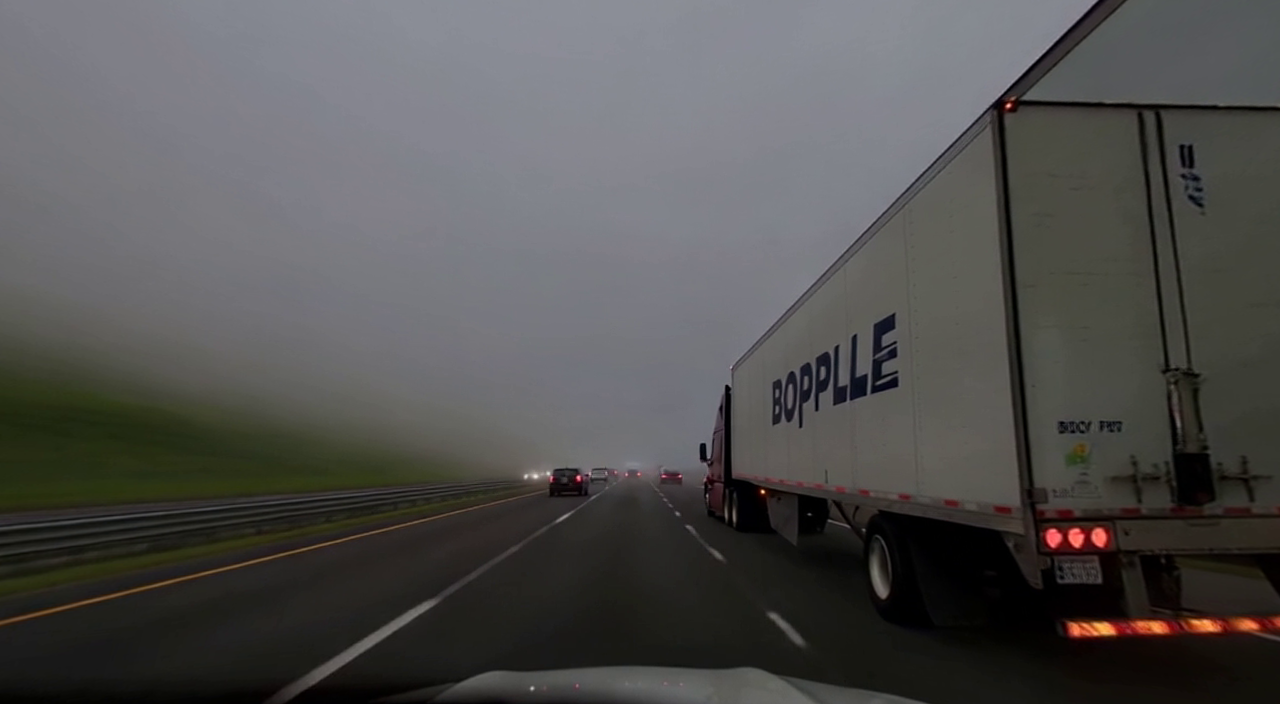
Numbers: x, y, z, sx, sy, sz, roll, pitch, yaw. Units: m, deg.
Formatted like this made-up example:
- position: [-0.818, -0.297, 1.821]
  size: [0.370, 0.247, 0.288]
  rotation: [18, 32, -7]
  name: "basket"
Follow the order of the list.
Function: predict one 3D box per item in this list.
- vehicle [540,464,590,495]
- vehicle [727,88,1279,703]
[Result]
- position: [-4.079, 7.031, 34.984]
  size: [2.088, 1.566, 4.853]
  rotation: [1, -11, 1]
  name: "vehicle"
- position: [3.941, 1.417, 11.019]
  size: [2.839, 4.062, 14.051]
  rotation: [1, -11, 0]
  name: "vehicle"
